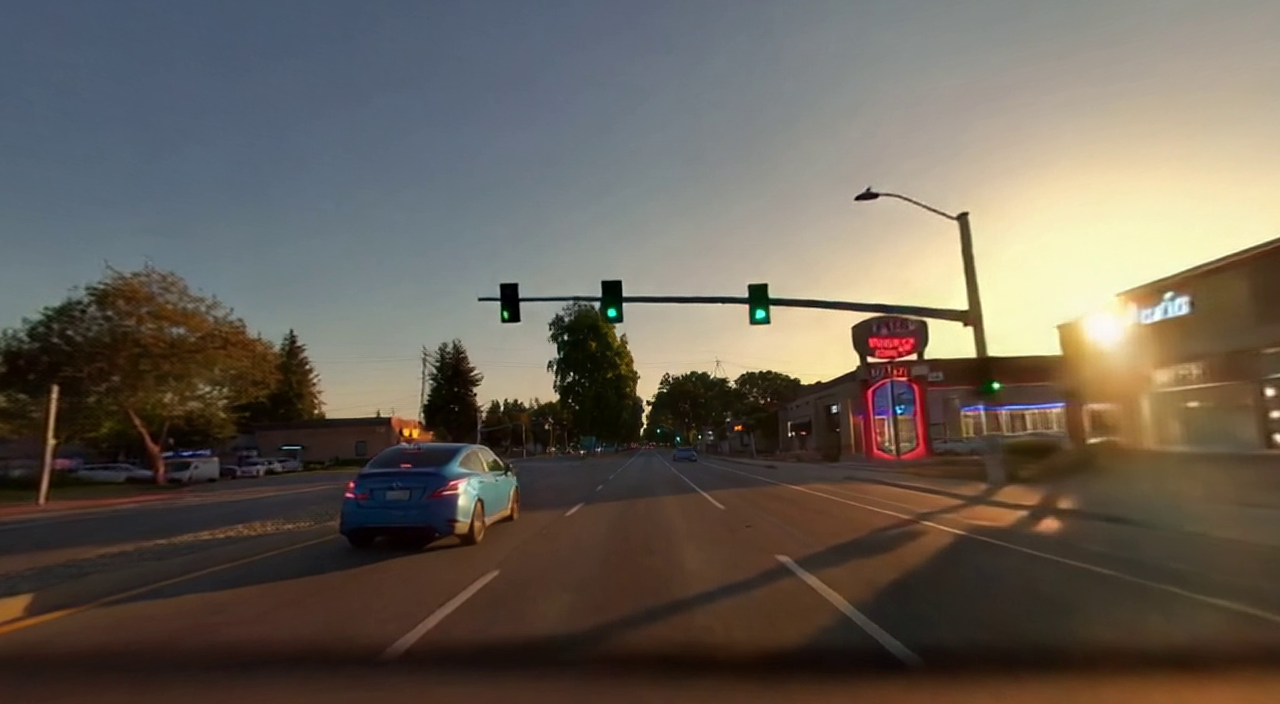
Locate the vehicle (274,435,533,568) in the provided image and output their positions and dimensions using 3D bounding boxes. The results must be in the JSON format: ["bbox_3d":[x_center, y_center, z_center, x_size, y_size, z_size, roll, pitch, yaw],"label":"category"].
[{"bbox_3d":[-3.042,2.021,9.427,2.082,1.460,4.636,0,-8,0],"label":"vehicle"}]

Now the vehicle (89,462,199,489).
[{"bbox_3d":[-30.909,7.704,39.517,4.960,1.464,2.137,4,-9,-24],"label":"vehicle"}]
